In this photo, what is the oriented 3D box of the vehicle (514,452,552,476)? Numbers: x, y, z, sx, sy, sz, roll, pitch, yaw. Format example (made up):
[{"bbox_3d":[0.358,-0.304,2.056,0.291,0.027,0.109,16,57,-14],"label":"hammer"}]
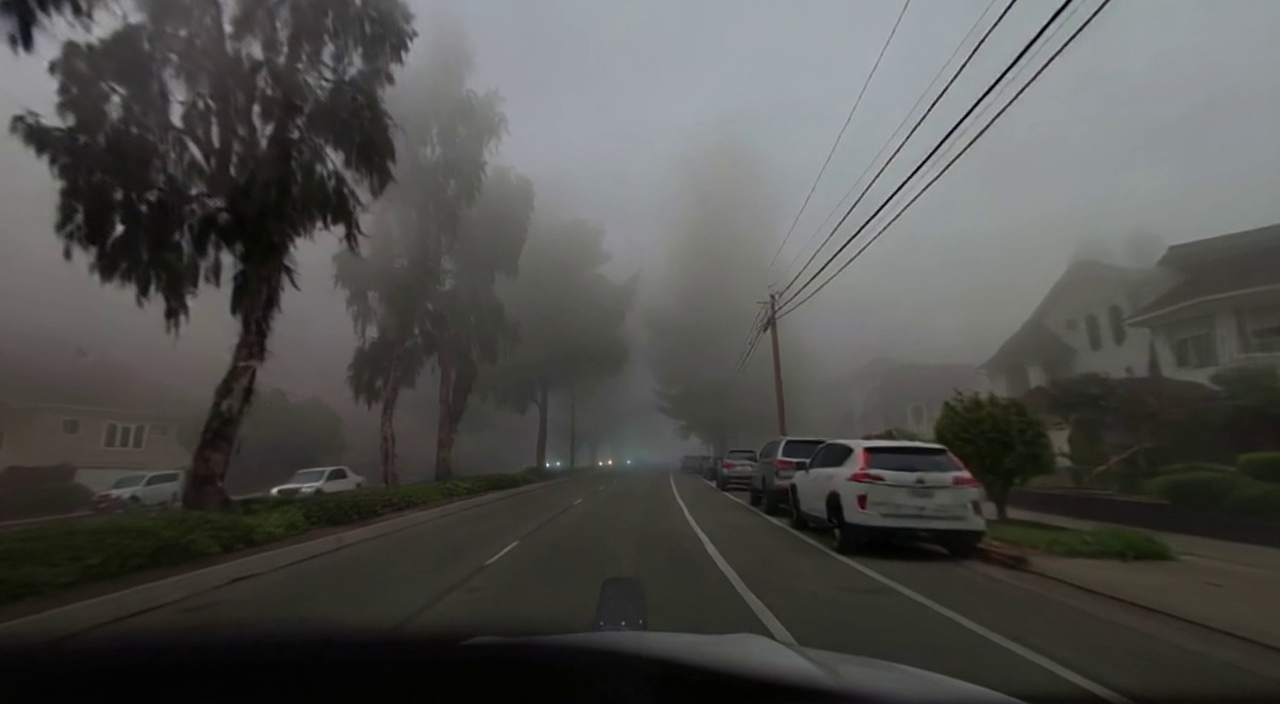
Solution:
[{"bbox_3d":[-8.329,8.724,49.361,2.331,1.696,4.861,0,-8,-3],"label":"vehicle"}]

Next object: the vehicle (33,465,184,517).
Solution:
[{"bbox_3d":[-24.045,6.276,28.893,2.305,1.919,5.187,-1,-8,2],"label":"vehicle"}]

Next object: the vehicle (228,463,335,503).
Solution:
[{"bbox_3d":[-16.194,5.921,28.845,1.946,1.492,4.794,-1,-8,2],"label":"vehicle"}]

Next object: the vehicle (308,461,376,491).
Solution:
[{"bbox_3d":[-18.960,7.874,40.309,2.013,1.667,4.412,-1,-8,3],"label":"vehicle"}]

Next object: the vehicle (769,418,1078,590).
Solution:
[{"bbox_3d":[3.441,1.933,9.113,2.078,1.738,5.133,0,-8,0],"label":"vehicle"}]
